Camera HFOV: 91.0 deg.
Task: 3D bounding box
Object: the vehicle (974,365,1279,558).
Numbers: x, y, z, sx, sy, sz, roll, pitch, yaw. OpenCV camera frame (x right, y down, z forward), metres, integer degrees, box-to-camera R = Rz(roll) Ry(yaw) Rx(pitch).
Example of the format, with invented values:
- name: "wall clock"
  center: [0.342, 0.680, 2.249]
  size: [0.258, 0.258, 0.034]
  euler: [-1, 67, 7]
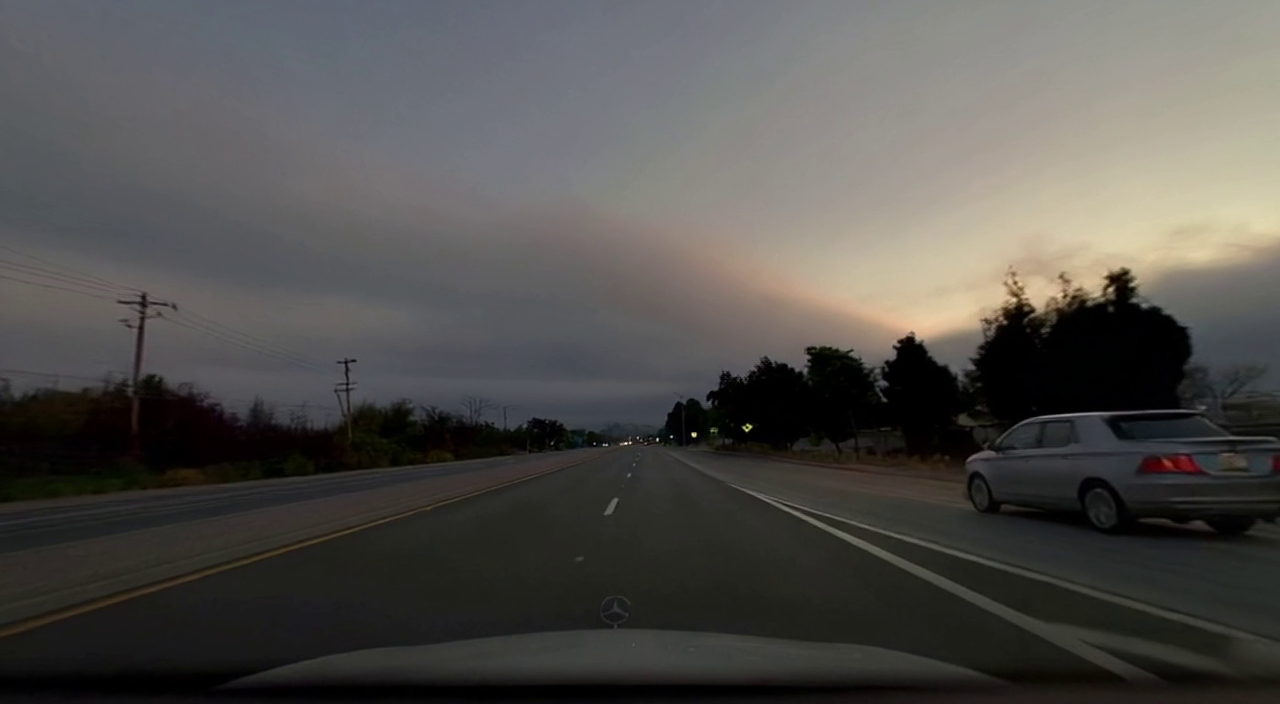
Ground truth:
- name: "vehicle"
  center: [7.400, 1.431, 8.722]
  size: [2.328, 1.916, 5.227]
  euler: [0, -8, -5]
